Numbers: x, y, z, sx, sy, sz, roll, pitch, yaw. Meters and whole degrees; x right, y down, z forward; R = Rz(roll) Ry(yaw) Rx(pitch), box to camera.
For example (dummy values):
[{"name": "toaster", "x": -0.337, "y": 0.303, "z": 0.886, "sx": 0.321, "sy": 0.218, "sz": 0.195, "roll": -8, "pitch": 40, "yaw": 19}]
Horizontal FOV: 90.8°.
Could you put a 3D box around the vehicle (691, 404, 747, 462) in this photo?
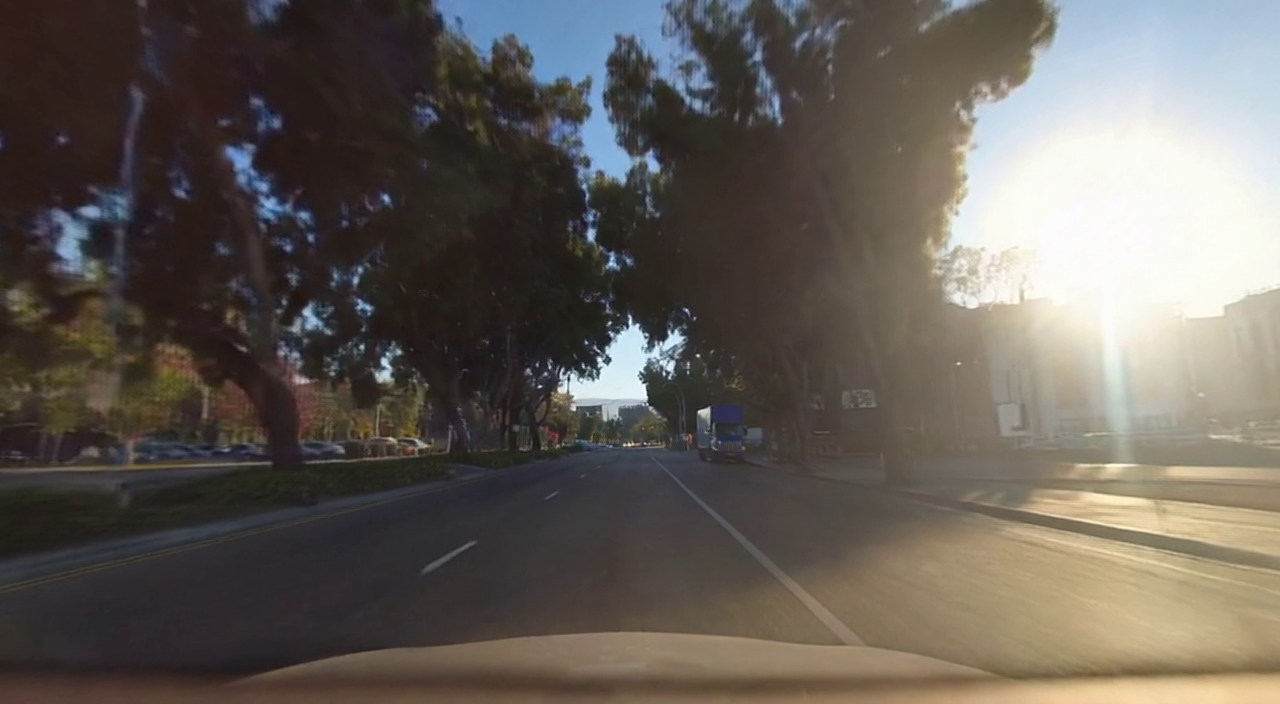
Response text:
[{"name": "vehicle", "x": 5.999, "y": 6.441, "z": 49.383, "sx": 2.981, "sy": 4.106, "sz": 8.794, "roll": 0, "pitch": -9, "yaw": -2}]
